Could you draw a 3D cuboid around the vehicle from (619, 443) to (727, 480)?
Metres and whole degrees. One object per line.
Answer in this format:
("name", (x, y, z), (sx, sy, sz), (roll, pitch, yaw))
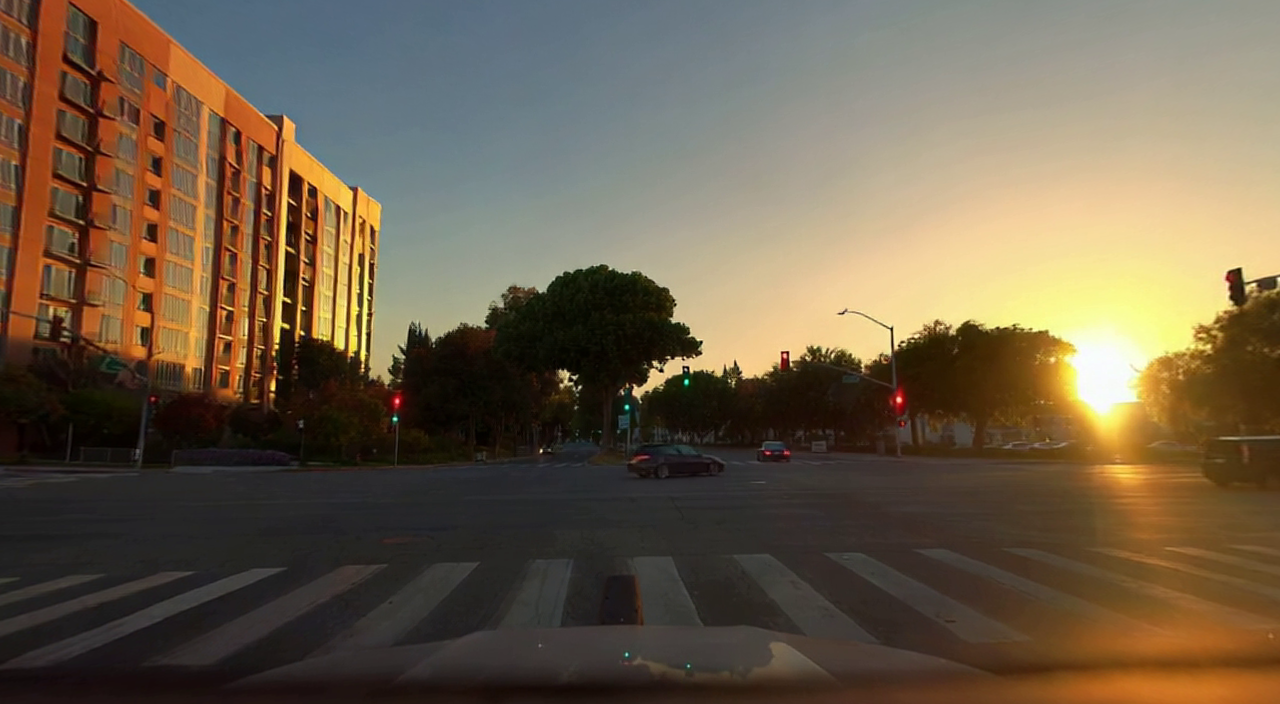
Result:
("vehicle", (1.455, 4.648, 27.114), (4.424, 1.454, 2.043), (7, -11, -40))

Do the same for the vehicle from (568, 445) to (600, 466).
("vehicle", (-4.353, 8.121, 49.749), (2.130, 1.613, 4.121), (0, -8, 0))

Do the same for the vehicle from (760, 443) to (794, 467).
("vehicle", (9.615, 7.252, 44.641), (1.955, 1.569, 4.397), (-1, -8, 8))
